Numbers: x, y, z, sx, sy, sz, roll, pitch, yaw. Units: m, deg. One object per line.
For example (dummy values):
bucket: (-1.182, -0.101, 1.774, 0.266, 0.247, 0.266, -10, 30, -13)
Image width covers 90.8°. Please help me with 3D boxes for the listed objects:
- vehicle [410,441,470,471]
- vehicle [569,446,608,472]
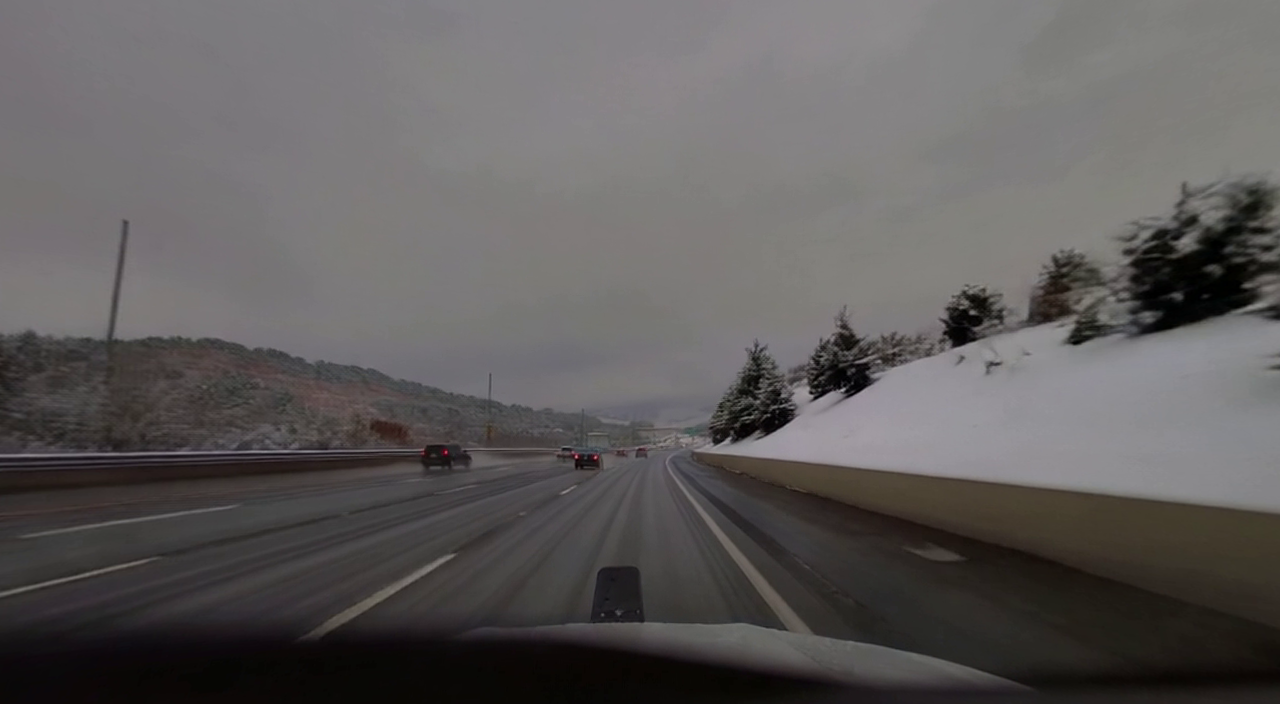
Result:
vehicle: (-12.659, 6.595, 40.312, 2.076, 1.766, 4.831, 0, -9, 2)
vehicle: (-3.146, 6.622, 39.155, 1.931, 1.492, 4.076, 0, -9, 2)
